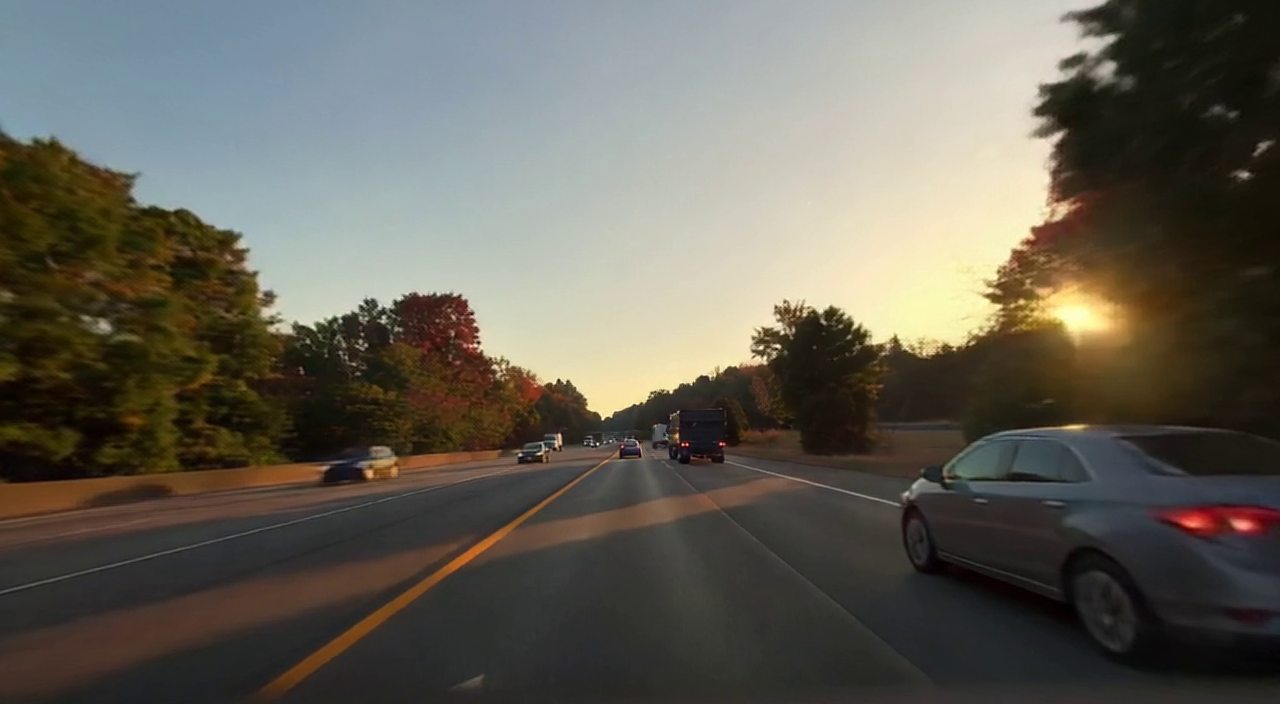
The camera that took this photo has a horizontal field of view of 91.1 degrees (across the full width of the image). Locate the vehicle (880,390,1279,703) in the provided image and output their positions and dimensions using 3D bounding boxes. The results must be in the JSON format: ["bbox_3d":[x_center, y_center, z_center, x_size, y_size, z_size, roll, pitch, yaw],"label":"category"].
[{"bbox_3d":[3.752,1.211,4.792,2.072,1.534,4.300,0,-8,-1],"label":"vehicle"}]

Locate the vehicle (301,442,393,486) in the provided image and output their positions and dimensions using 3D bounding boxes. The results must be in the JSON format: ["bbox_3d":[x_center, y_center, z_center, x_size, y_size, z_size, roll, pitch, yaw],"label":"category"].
[{"bbox_3d":[-12.165,4.628,26.444,1.900,1.638,4.089,0,-8,0],"label":"vehicle"}]

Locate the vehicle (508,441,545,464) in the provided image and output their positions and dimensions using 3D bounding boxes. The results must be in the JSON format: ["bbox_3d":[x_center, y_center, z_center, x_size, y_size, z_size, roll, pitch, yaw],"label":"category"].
[{"bbox_3d":[-8.190,7.240,45.649,1.862,1.525,4.059,0,-8,0],"label":"vehicle"}]

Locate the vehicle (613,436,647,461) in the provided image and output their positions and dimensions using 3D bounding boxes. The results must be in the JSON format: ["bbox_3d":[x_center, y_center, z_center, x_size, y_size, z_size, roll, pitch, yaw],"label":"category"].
[{"bbox_3d":[-0.695,6.627,43.622,2.192,1.623,4.887,0,-8,-1],"label":"vehicle"}]

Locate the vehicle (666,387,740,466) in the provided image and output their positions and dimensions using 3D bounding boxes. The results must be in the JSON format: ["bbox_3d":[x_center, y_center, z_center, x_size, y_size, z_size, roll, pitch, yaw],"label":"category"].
[{"bbox_3d":[3.510,4.743,39.070,2.919,4.004,13.911,0,-8,-1],"label":"vehicle"}]
